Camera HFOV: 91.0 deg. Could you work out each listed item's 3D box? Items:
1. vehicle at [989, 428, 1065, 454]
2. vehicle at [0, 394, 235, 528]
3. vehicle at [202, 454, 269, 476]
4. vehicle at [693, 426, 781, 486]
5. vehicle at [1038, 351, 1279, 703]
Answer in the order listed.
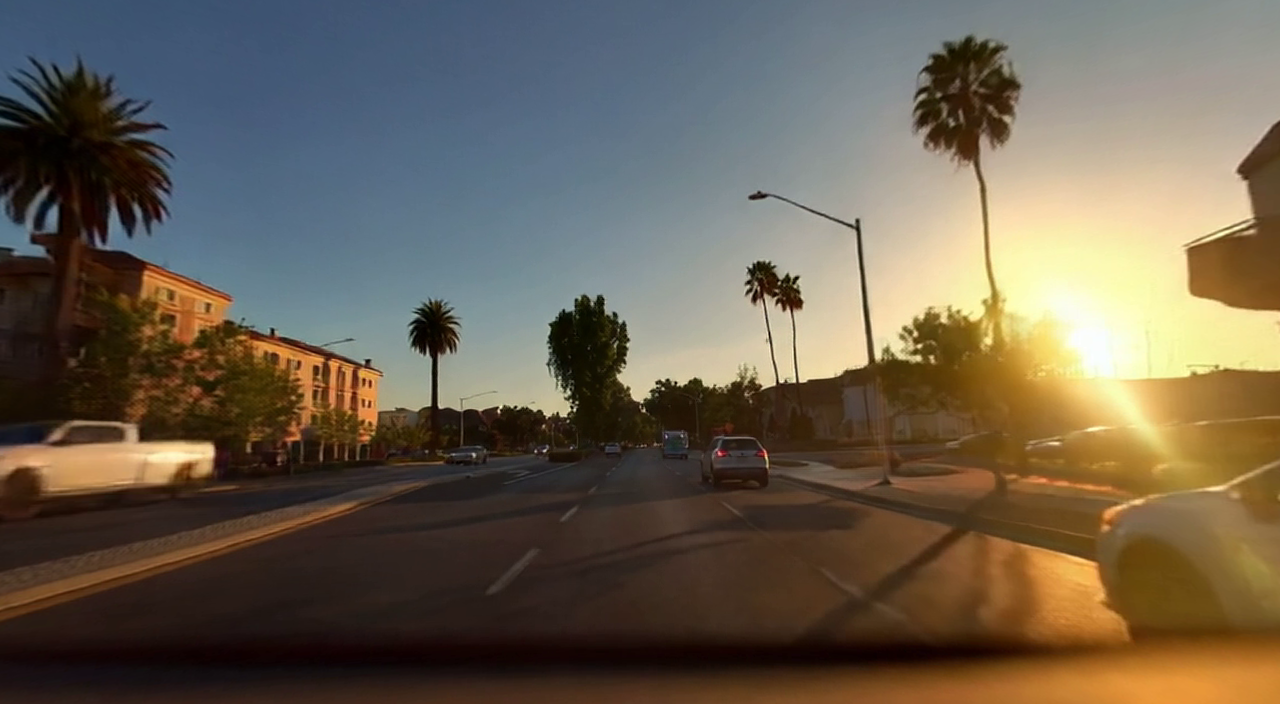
[{"bbox_3d":[23.973,5.561,39.130,1.795,1.516,3.829,2,-9,-13],"label":"vehicle"},{"bbox_3d":[-15.293,2.898,17.230,3.083,2.852,7.976,0,-8,0],"label":"vehicle"},{"bbox_3d":[-30.066,8.403,46.964,1.820,1.454,4.709,0,-8,0],"label":"vehicle"},{"bbox_3d":[3.330,3.708,22.696,2.244,1.901,4.561,0,-8,-3],"label":"vehicle"},{"bbox_3d":[3.632,0.748,1.890,2.084,1.682,4.148,0,-8,-1],"label":"vehicle"}]
